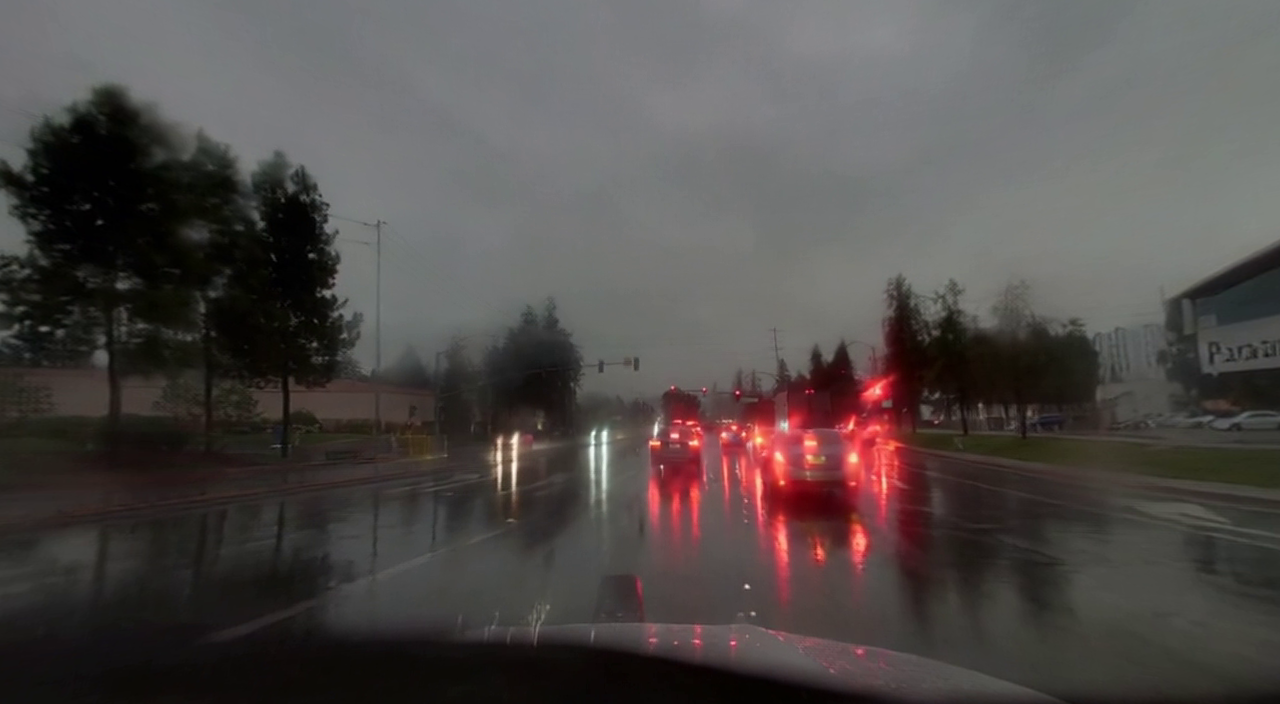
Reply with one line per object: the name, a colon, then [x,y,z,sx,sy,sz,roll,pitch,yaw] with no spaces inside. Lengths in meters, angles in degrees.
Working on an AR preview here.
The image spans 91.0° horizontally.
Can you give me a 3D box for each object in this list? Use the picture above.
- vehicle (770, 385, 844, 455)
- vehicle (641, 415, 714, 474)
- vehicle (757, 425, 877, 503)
vehicle: [10.307,4.500,39.864,2.965,3.900,9.064,-1,-9,5]
vehicle: [1.472,3.360,22.745,2.188,1.892,4.488,-1,-9,9]
vehicle: [3.867,2.533,14.599,2.109,1.500,4.585,-1,-9,9]
